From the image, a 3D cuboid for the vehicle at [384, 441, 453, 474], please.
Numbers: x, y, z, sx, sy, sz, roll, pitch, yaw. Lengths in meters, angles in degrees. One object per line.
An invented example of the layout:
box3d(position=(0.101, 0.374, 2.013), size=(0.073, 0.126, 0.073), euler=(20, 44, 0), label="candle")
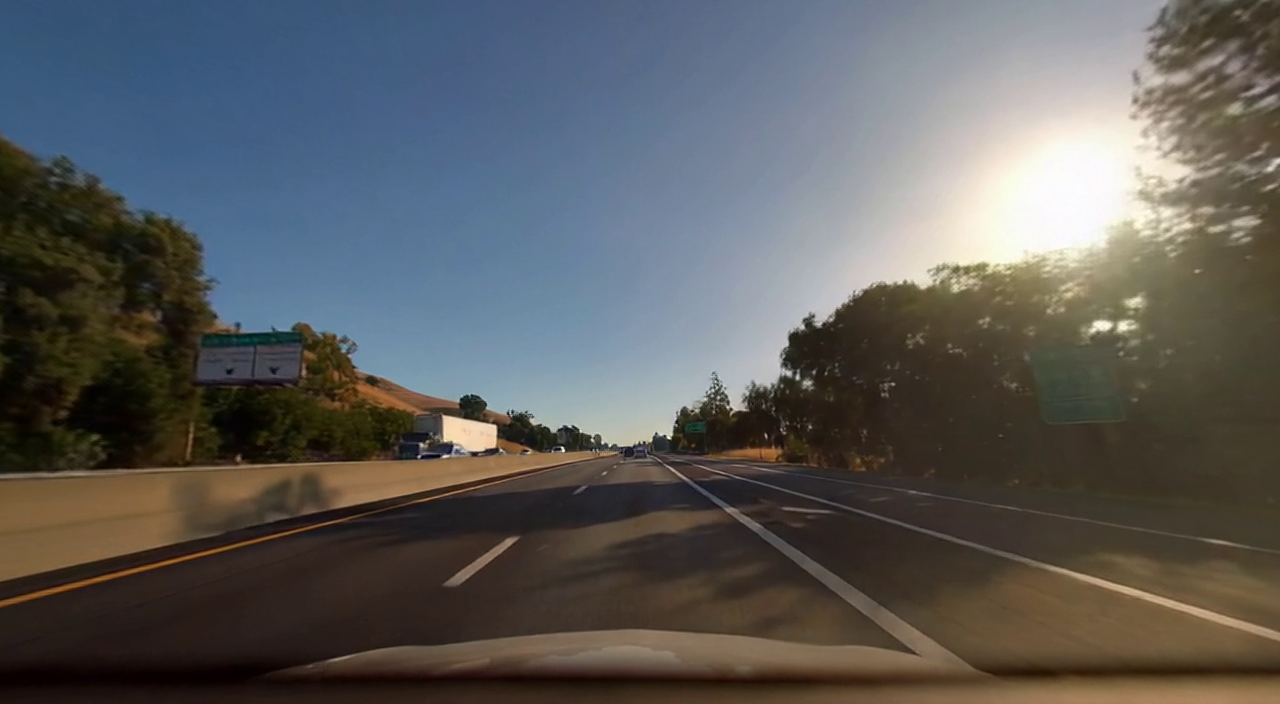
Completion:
box3d(position=(-12.216, 5.823, 35.065), size=(2.033, 1.695, 4.787), euler=(0, -9, 1), label="vehicle")
